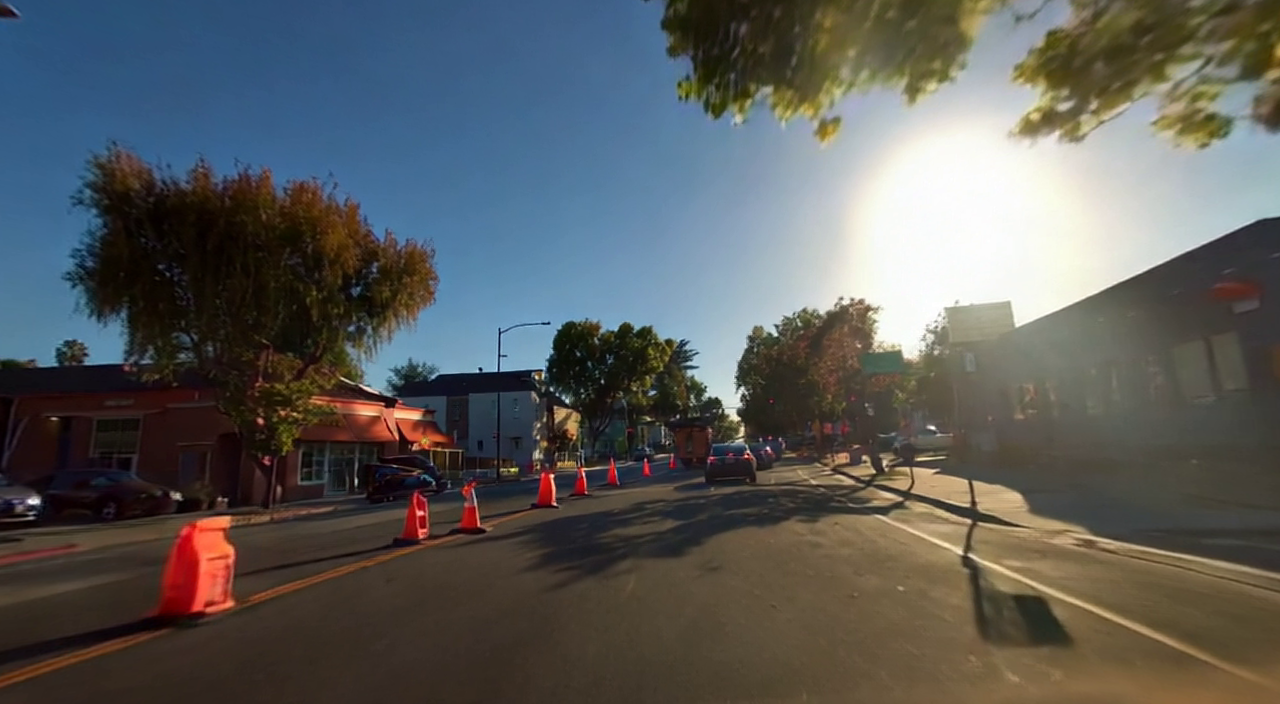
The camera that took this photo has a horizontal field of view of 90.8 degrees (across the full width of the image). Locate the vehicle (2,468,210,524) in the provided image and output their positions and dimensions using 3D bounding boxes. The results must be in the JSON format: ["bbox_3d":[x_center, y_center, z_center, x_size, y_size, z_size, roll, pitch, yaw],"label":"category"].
[{"bbox_3d":[-16.528,4.418,19.680,4.952,1.510,2.115,-2,-9,10],"label":"vehicle"}]

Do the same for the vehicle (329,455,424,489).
[{"bbox_3d":[-14.444,6.556,34.694,4.397,1.698,1.932,-2,-9,11],"label":"vehicle"}]

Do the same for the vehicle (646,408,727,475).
[{"bbox_3d":[3.133,5.343,37.578,2.977,3.271,12.748,-2,-9,12],"label":"vehicle"}]

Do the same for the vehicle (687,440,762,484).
[{"bbox_3d":[3.085,4.150,24.070,2.159,1.506,4.086,0,-9,-2],"label":"vehicle"}]
